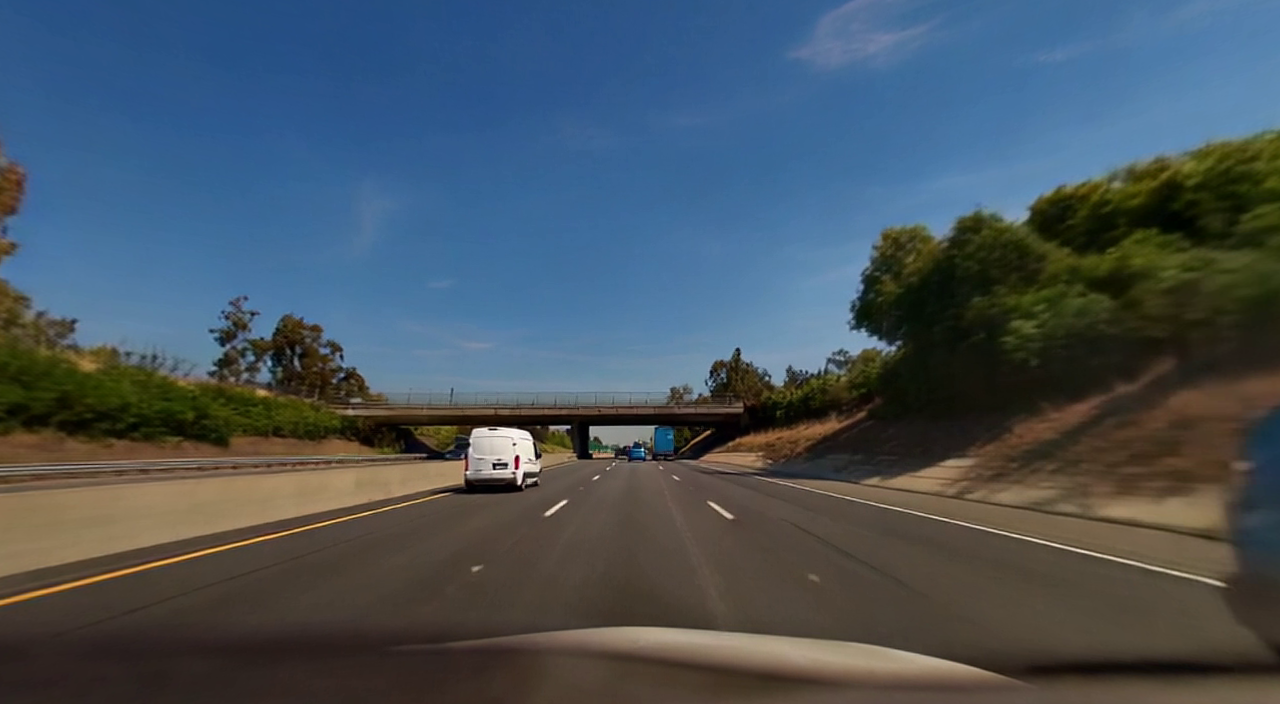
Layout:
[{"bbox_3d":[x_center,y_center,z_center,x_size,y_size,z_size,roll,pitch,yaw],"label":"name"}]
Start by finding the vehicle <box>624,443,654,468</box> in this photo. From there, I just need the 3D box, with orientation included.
[{"bbox_3d":[-0.083,7.771,47.308,2.166,1.747,4.299,0,-9,0],"label":"vehicle"}]

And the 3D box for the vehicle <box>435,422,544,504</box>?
[{"bbox_3d":[-4.078,3.110,17.959,1.955,2.004,4.792,0,-9,0],"label":"vehicle"}]
